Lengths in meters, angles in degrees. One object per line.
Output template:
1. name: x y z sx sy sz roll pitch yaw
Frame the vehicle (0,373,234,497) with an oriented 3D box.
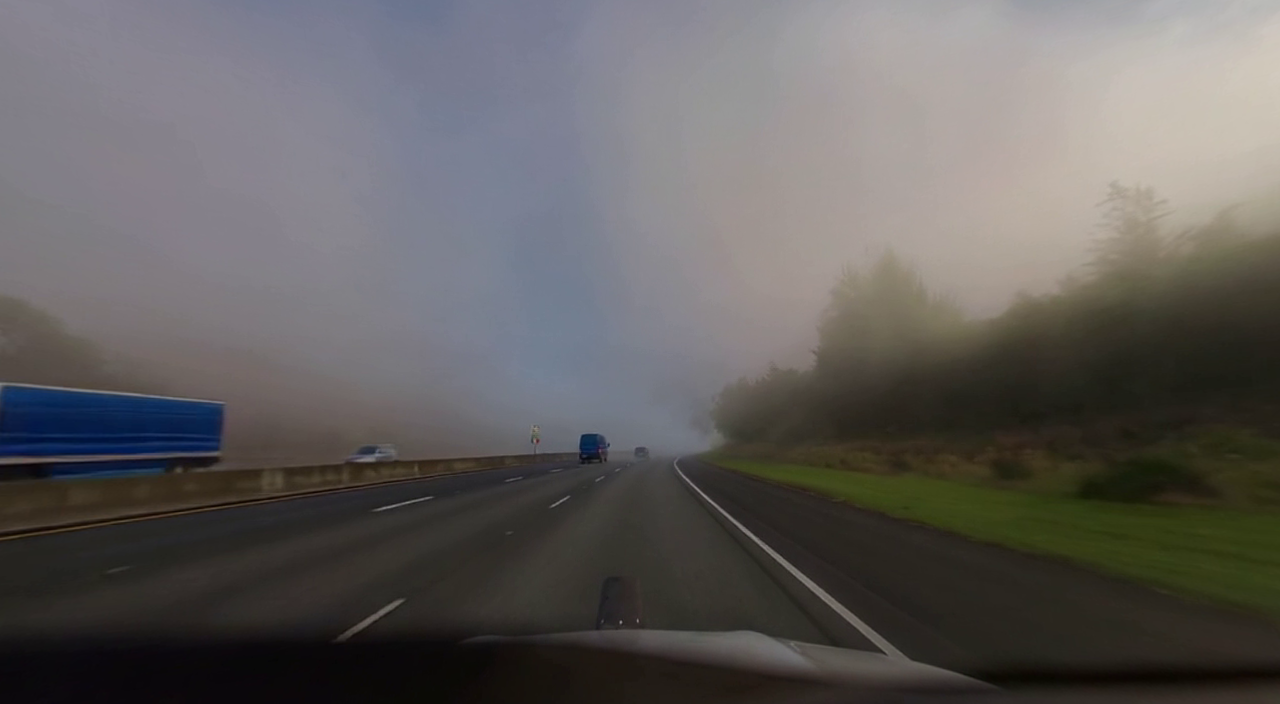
1. vehicle: -22.915 3.509 25.808 2.918 4.113 14.054 -1 -9 2

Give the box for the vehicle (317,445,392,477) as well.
1. vehicle: -15.518 5.940 34.535 1.955 1.617 4.254 -1 -9 2
